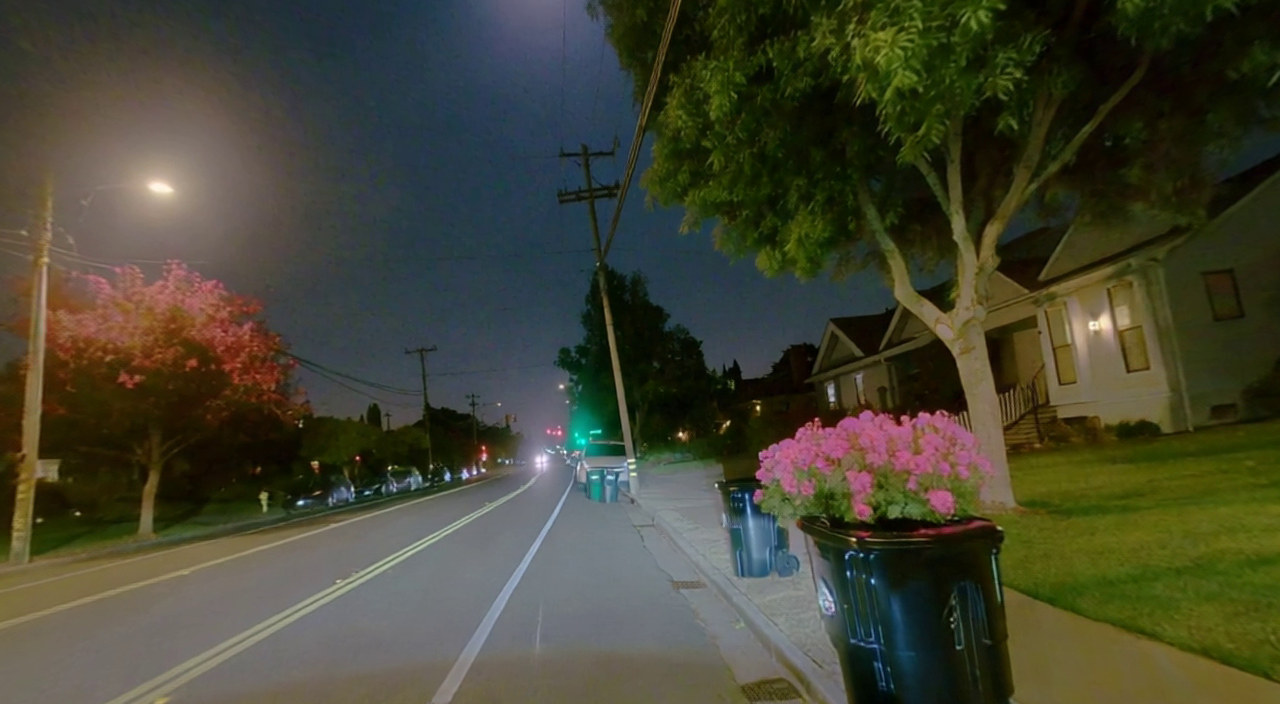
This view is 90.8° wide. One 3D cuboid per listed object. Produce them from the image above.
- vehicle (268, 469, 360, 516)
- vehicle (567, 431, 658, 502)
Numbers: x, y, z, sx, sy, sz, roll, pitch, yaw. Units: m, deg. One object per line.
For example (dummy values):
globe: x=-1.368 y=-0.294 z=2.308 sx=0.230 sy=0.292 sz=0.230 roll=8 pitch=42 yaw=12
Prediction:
vehicle: x=-13.767 y=5.917 z=26.975 sx=1.982 sy=1.660 sz=4.142 roll=1 pitch=-8 yaw=-5
vehicle: x=-0.826 y=3.074 z=17.384 sx=2.190 sy=1.708 sz=4.115 roll=0 pitch=-8 yaw=-4
